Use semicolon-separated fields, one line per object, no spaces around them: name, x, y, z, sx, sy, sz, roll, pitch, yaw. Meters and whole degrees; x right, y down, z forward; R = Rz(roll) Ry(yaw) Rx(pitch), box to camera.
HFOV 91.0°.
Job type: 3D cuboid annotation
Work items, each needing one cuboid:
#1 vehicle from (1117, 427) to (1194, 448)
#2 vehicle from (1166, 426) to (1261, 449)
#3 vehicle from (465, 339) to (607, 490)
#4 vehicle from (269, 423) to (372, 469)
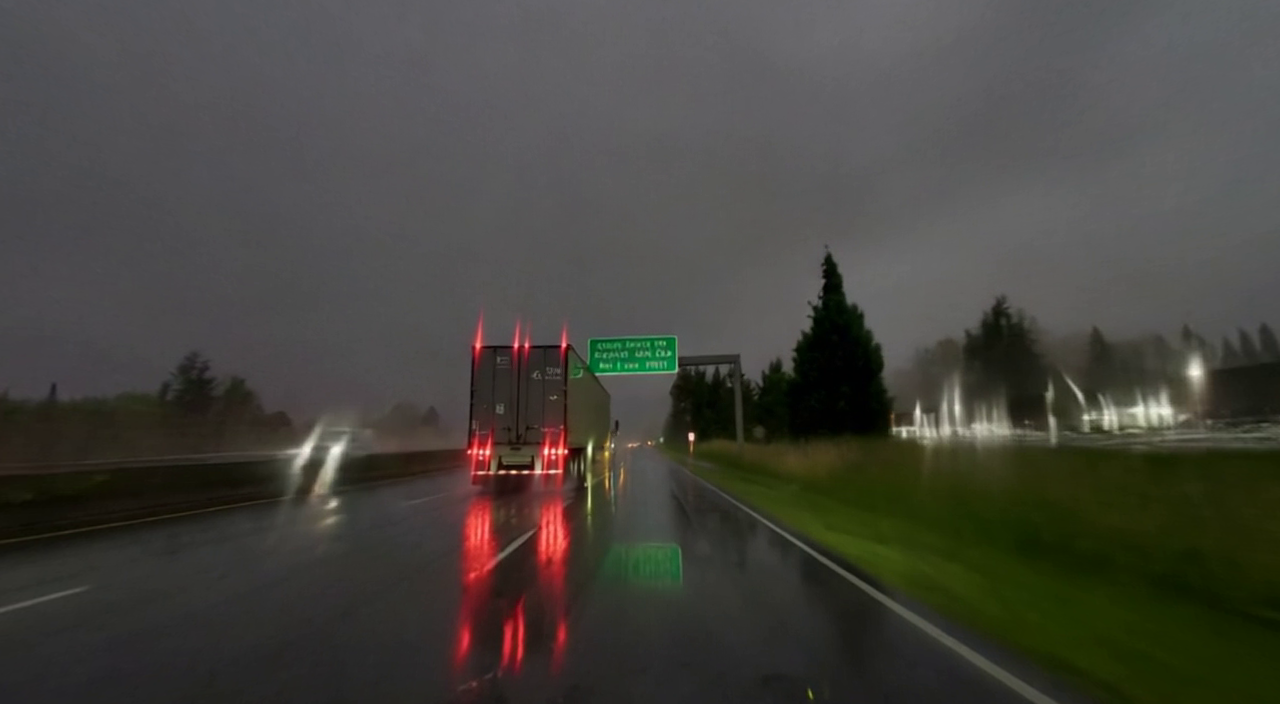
vehicle;37.567;6.247;45.880;3.971;1.532;1.788;0;-8;3
vehicle;37.414;5.597;41.108;4.327;1.491;1.869;0;-8;1
vehicle;-3.166;2.695;24.126;2.947;4.051;14.256;-1;-8;0
vehicle;-14.460;4.307;28.829;2.131;1.914;4.745;0;-8;1
